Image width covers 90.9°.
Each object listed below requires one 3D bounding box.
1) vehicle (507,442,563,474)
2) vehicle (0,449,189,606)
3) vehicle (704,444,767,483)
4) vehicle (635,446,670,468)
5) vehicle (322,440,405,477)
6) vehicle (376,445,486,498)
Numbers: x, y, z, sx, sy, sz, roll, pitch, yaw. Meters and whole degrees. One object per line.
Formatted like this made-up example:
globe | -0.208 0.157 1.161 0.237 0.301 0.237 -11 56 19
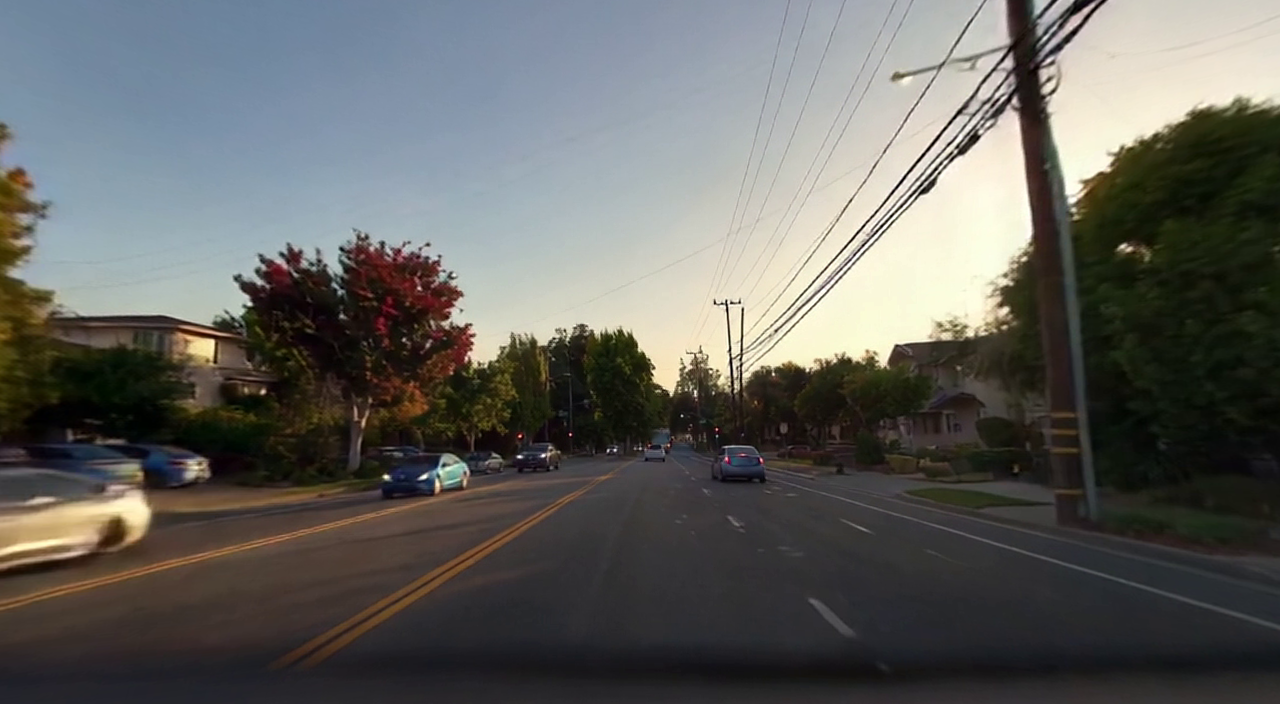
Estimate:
vehicle | -6.307 6.444 38.529 2.303 1.789 5.423 -1 -8 2
vehicle | -7.112 1.689 6.074 2.168 1.439 4.457 0 -8 1
vehicle | 3.889 4.618 26.456 1.951 1.479 4.487 0 -8 0
vehicle | 0.864 7.119 42.870 2.298 1.359 4.081 0 -8 1
vehicle | -16.094 6.181 37.114 2.244 1.851 5.751 -2 -8 0
vehicle | -6.848 3.941 21.258 1.997 1.566 4.637 0 -8 2
